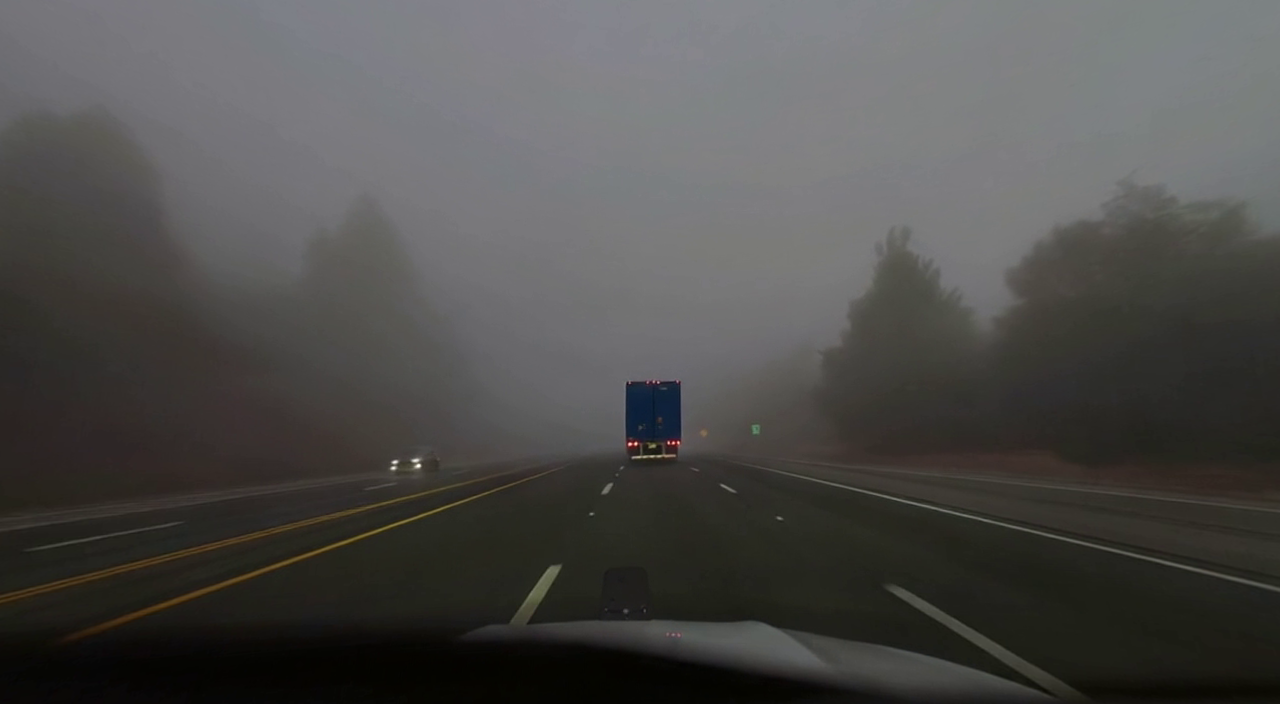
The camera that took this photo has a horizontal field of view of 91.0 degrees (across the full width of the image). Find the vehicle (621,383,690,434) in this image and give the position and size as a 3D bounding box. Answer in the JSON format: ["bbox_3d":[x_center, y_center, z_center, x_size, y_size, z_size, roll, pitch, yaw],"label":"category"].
[{"bbox_3d":[0.527,2.467,26.423,2.509,1.890,4.732,0,-8,-4],"label":"vehicle"}]

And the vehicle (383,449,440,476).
[{"bbox_3d":[-14.739,7.145,40.871,1.879,1.561,4.681,0,-8,1],"label":"vehicle"}]
